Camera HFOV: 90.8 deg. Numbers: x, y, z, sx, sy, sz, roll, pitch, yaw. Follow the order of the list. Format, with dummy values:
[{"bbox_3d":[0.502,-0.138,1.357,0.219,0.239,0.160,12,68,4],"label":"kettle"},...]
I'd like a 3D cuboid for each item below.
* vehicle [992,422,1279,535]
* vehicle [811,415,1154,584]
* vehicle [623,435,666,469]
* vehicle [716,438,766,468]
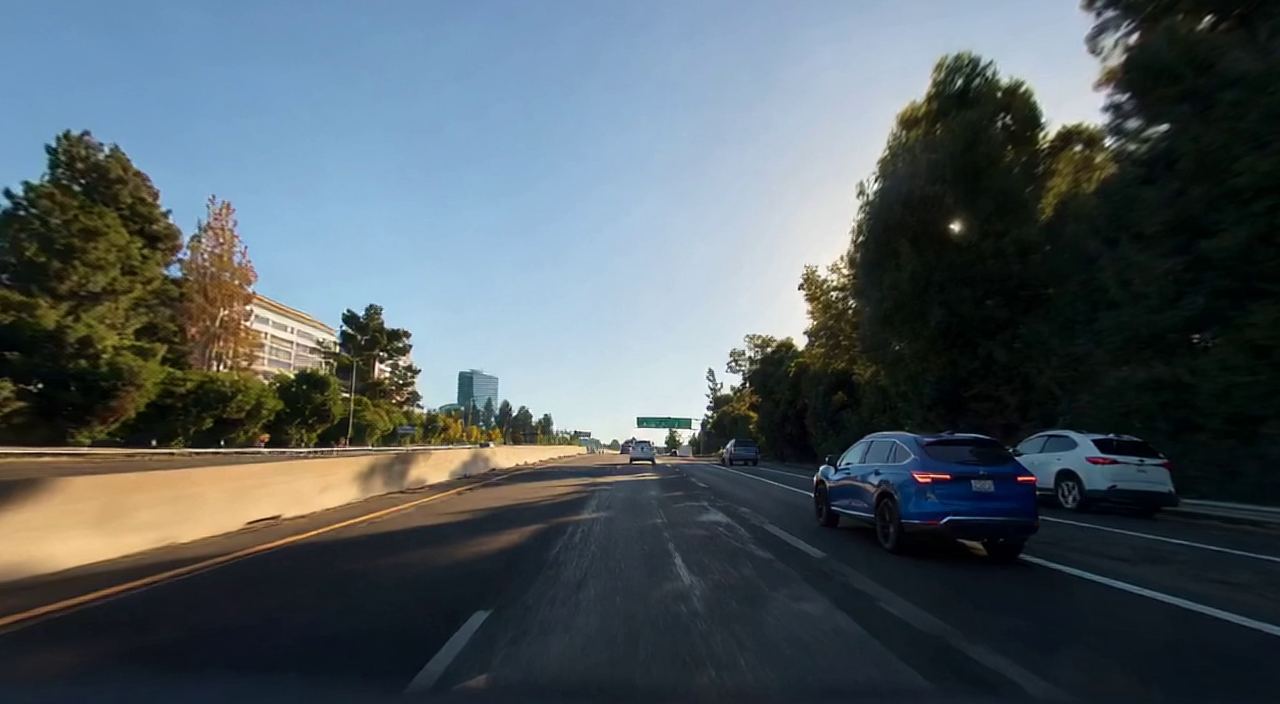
[{"bbox_3d":[9.765,2.493,13.152,1.967,1.816,4.775,3,-8,-3],"label":"vehicle"},{"bbox_3d":[4.016,1.774,8.520,2.097,1.659,4.320,0,-8,-2],"label":"vehicle"},{"bbox_3d":[0.178,5.641,35.916,2.181,1.768,4.383,0,-8,-2],"label":"vehicle"},{"bbox_3d":[7.859,7.930,49.915,2.526,2.230,6.190,1,-8,-4],"label":"vehicle"}]
